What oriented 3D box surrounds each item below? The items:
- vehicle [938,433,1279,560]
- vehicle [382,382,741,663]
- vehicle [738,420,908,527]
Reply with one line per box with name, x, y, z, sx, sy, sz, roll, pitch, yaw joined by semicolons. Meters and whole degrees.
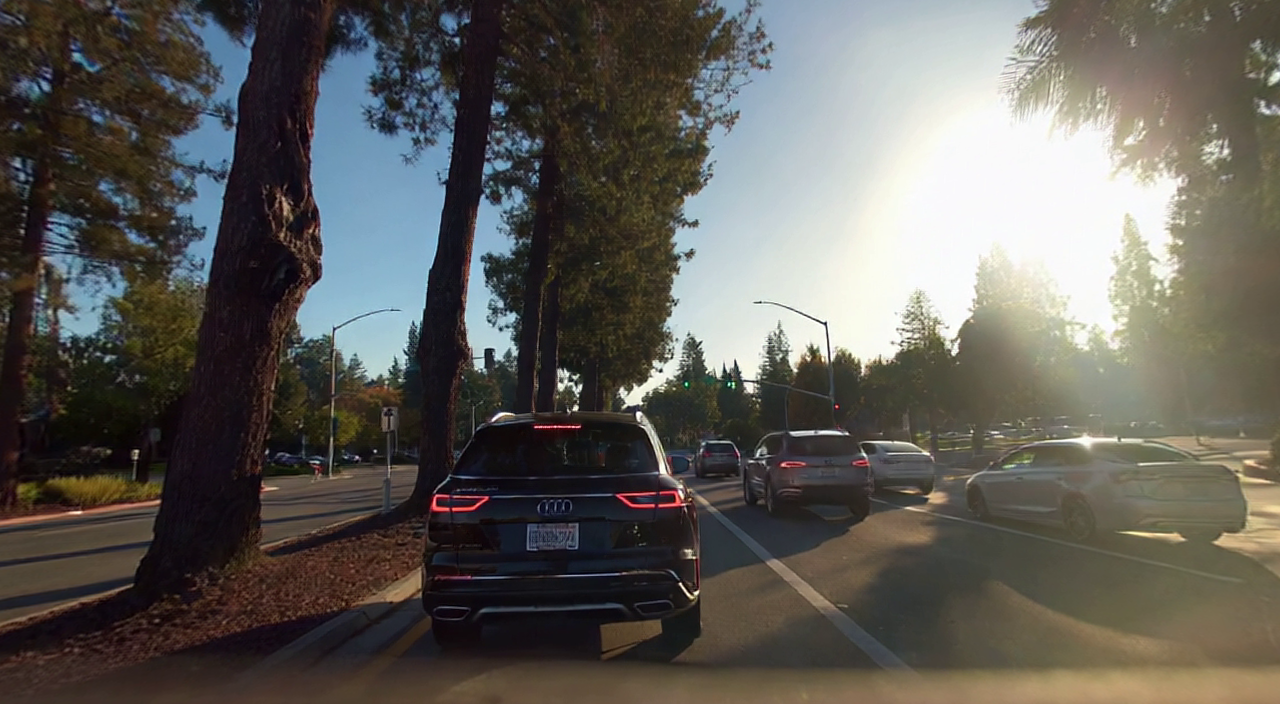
vehicle;6.592;2.019;9.646;1.894;1.445;4.565;0;-9;0
vehicle;-0.429;1.358;6.090;2.201;1.709;4.271;0;-9;1
vehicle;3.255;2.267;12.303;1.963;1.682;4.407;0;-9;0
